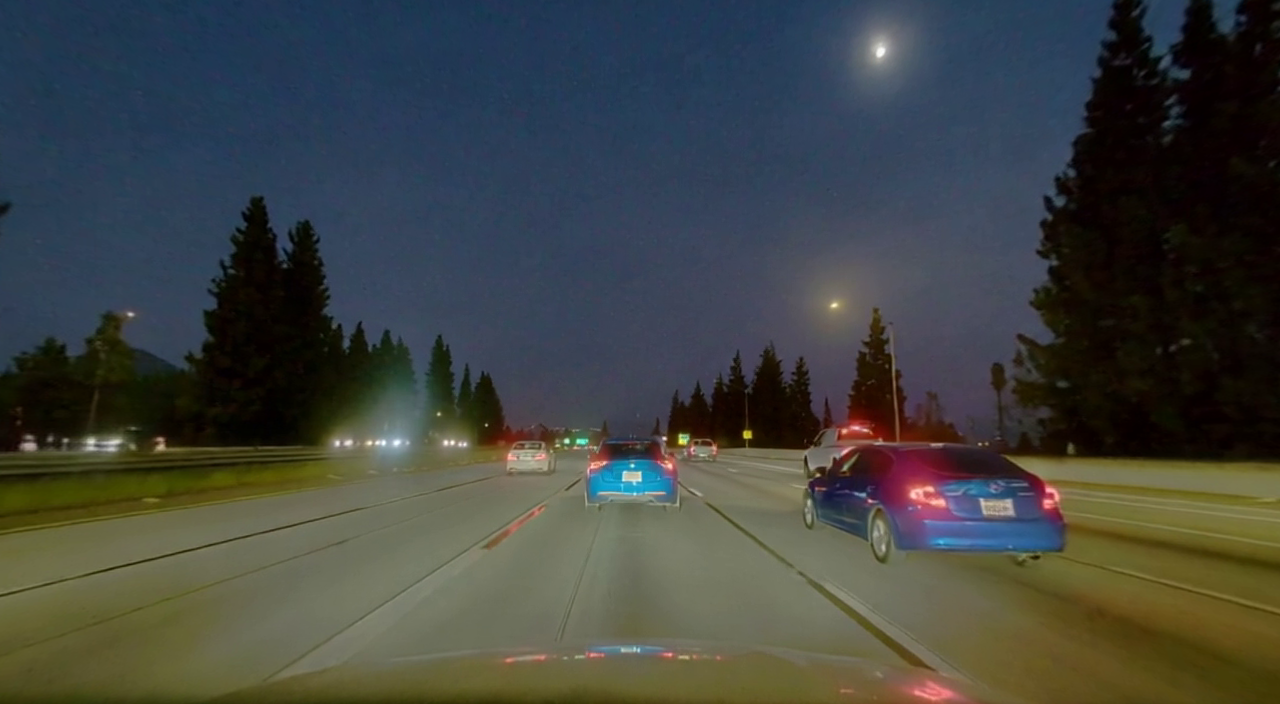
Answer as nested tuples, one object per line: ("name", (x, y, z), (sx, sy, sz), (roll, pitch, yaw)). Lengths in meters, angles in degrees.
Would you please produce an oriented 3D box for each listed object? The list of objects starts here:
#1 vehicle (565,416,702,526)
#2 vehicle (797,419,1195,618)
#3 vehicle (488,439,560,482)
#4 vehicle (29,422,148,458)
("vehicle", (-0.119, 2.203, 12.107), (2.181, 1.728, 3.970), (0, -9, -1))
("vehicle", (3.330, 1.626, 7.111), (1.975, 1.532, 4.227), (1, -9, -1))
("vehicle", (-4.443, 4.236, 24.904), (2.023, 1.497, 4.526), (1, -9, -1))
("vehicle", (-26.737, 4.339, 30.767), (1.912, 1.616, 4.342), (1, -9, -2))
